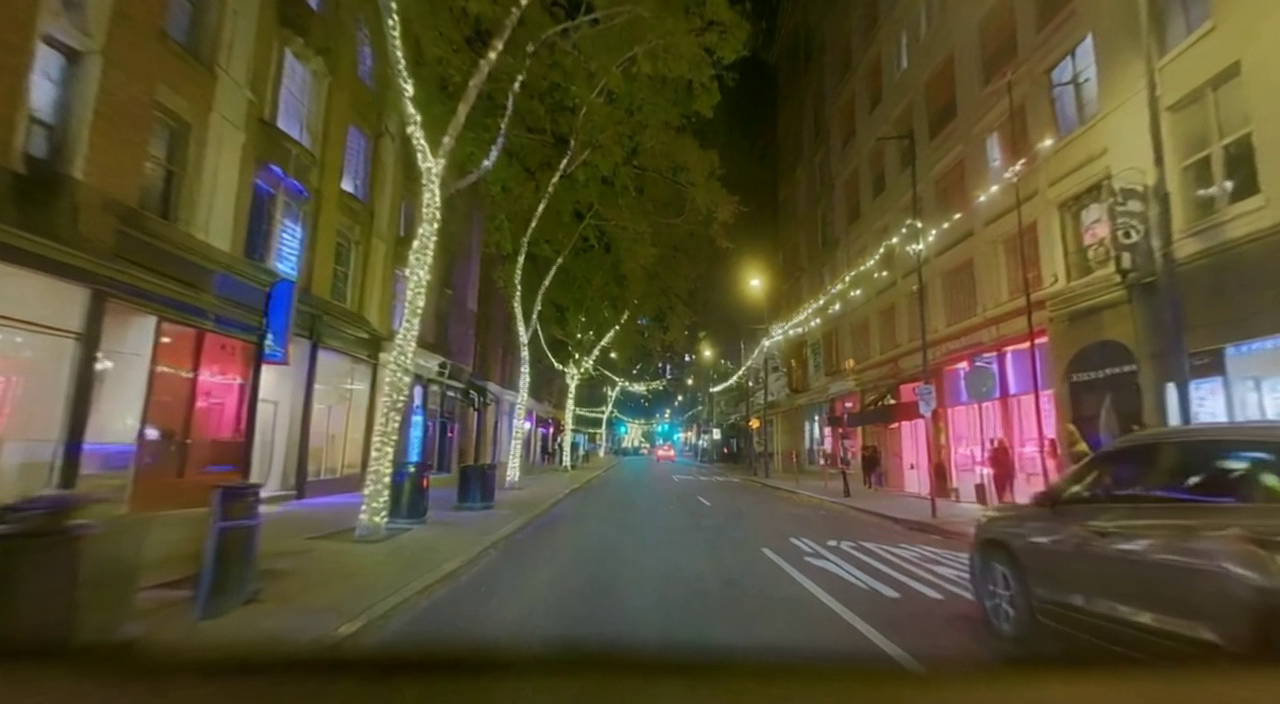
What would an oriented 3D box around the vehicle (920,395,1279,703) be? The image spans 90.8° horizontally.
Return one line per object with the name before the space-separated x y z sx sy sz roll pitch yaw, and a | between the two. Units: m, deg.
vehicle | 3.482 1.082 3.332 1.971 1.559 4.326 0 -9 -1
